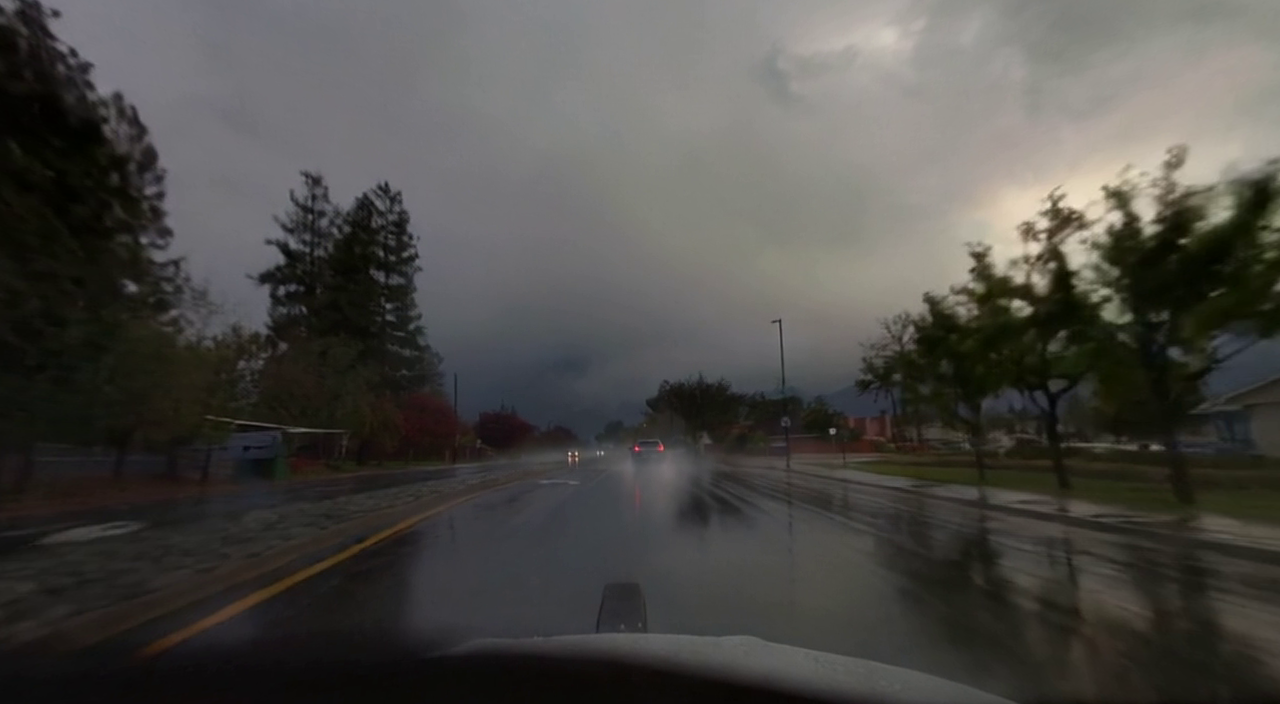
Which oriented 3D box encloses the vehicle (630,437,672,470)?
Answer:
[{"bbox_3d":[0.568,5.868,36.487,2.165,1.783,4.391,0,-9,-2],"label":"vehicle"}]
